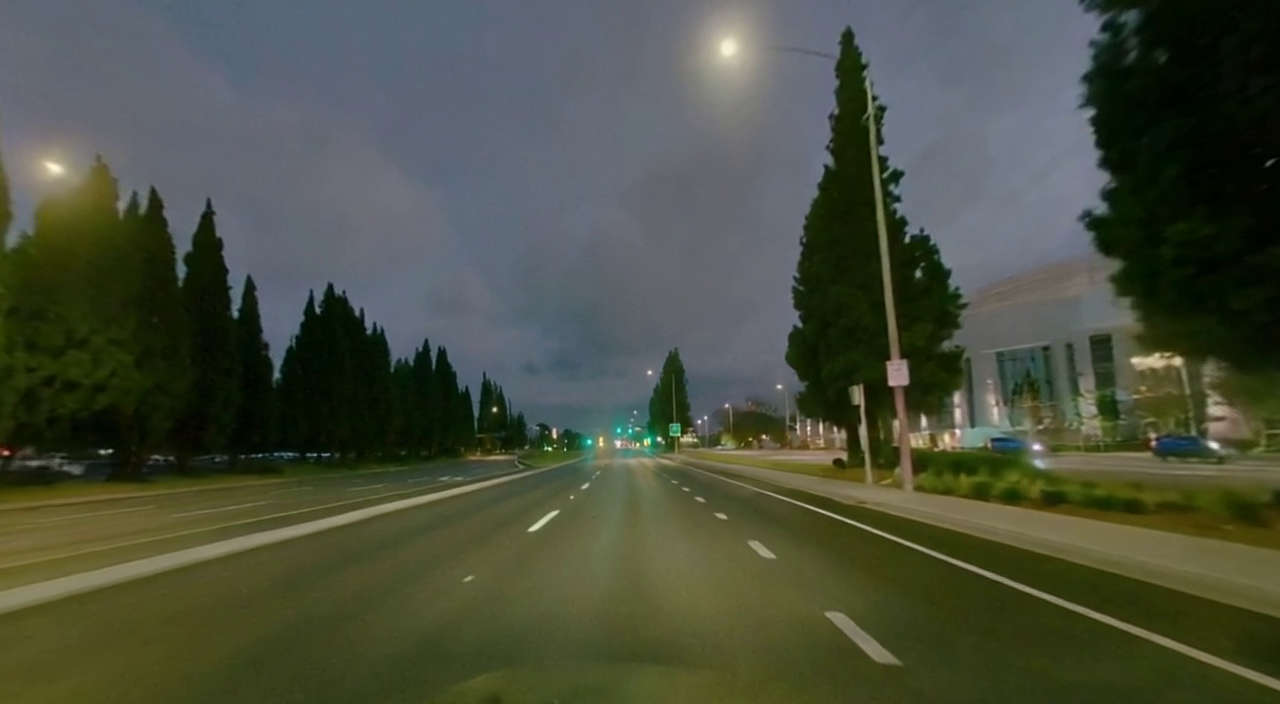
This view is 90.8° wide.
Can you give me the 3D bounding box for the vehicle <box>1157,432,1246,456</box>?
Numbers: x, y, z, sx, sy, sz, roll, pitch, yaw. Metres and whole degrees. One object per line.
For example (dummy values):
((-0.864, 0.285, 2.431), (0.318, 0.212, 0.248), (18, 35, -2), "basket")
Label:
((37.523, 6.184, 42.377), (1.786, 1.492, 4.381), (0, -8, -2), "vehicle")
